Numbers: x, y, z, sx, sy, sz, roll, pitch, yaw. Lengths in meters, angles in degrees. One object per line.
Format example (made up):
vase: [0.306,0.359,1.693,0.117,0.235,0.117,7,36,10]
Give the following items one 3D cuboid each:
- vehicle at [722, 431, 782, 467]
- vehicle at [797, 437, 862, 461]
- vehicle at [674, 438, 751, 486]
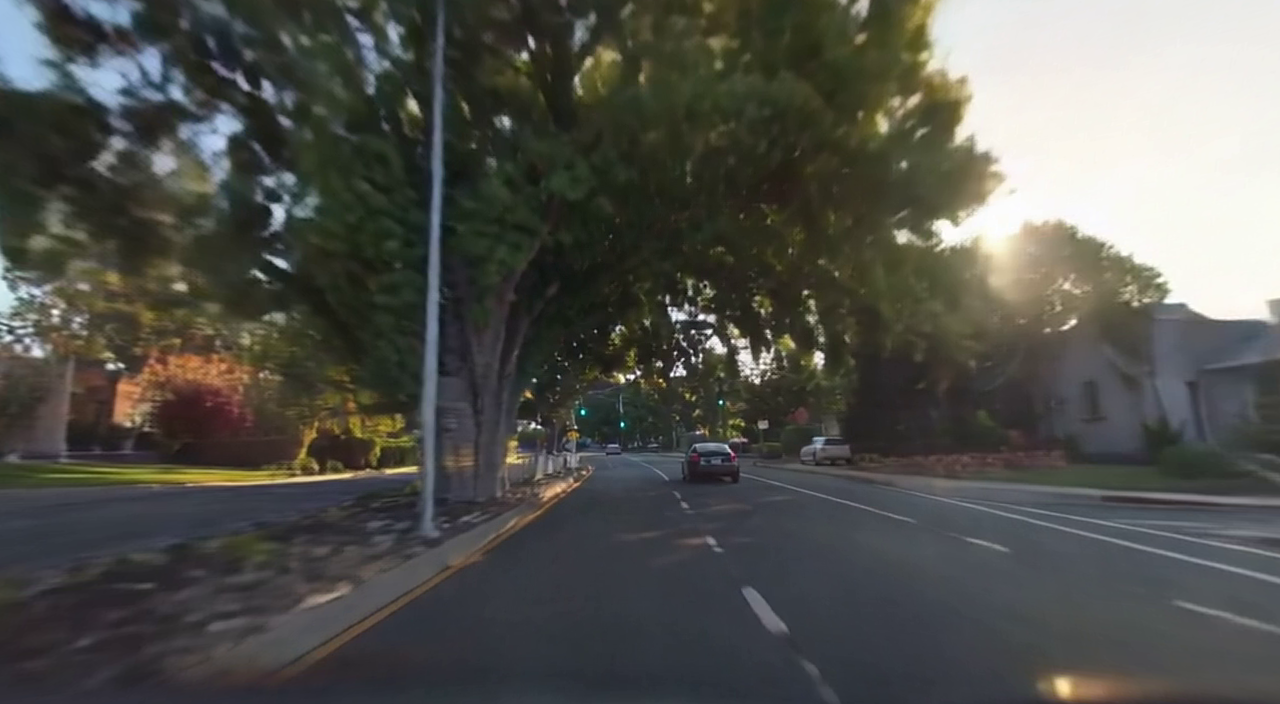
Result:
vehicle: [6.220,5.464,35.622,2.065,1.861,4.704,1,-9,-6]
vehicle: [12.083,6.227,40.460,3.635,1.482,1.879,-1,-9,5]
vehicle: [2.370,3.716,21.595,1.960,1.479,4.086,0,-9,-3]
